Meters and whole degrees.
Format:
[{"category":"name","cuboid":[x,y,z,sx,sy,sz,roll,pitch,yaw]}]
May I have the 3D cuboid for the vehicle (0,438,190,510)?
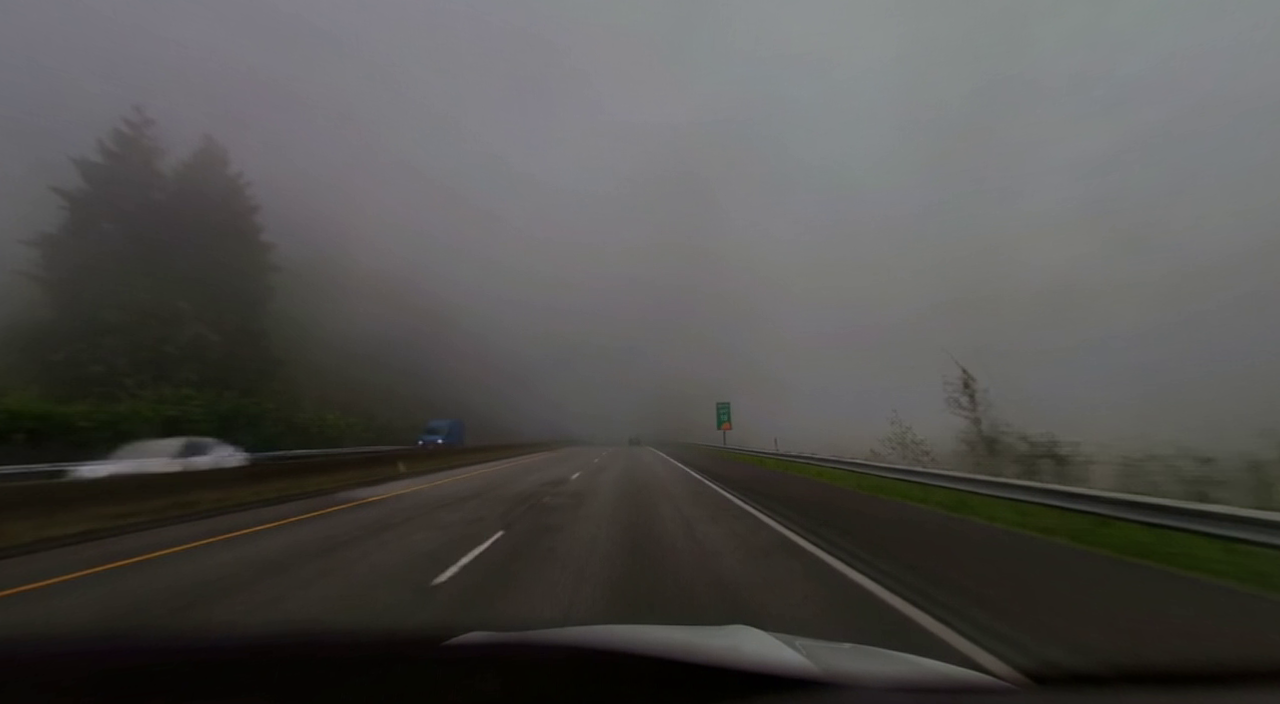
[{"category":"vehicle","cuboid":[-12.565,2.705,14.523,1.671,1.412,3.718,0,-8,-2]}]
